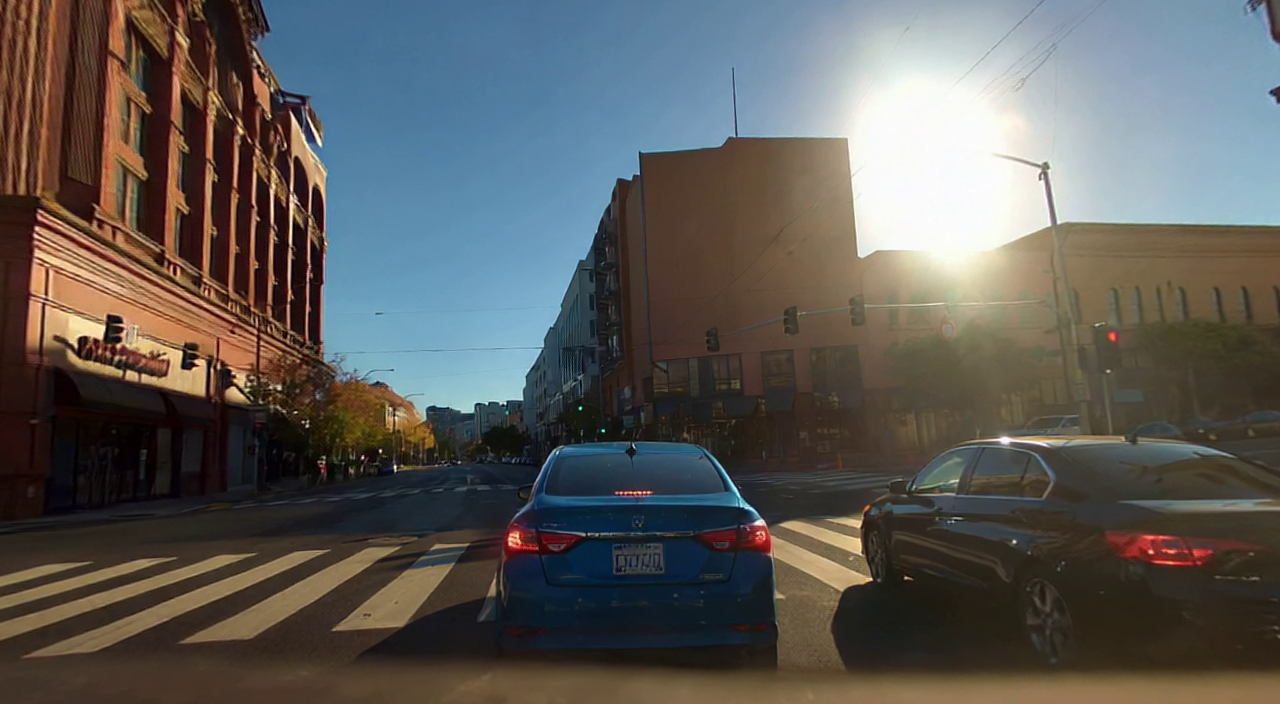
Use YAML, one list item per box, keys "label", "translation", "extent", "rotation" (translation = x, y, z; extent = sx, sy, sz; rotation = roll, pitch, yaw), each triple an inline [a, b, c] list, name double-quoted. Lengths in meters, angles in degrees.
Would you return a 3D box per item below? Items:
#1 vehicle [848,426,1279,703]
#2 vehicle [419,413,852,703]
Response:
- label: "vehicle"
  translation: [3.352, 1.376, 5.079]
  extent: [1.860, 1.430, 4.089]
  rotation: [0, -8, -1]
- label: "vehicle"
  translation: [-0.055, 1.349, 5.156]
  extent: [2.094, 1.481, 4.078]
  rotation: [0, -8, -1]
